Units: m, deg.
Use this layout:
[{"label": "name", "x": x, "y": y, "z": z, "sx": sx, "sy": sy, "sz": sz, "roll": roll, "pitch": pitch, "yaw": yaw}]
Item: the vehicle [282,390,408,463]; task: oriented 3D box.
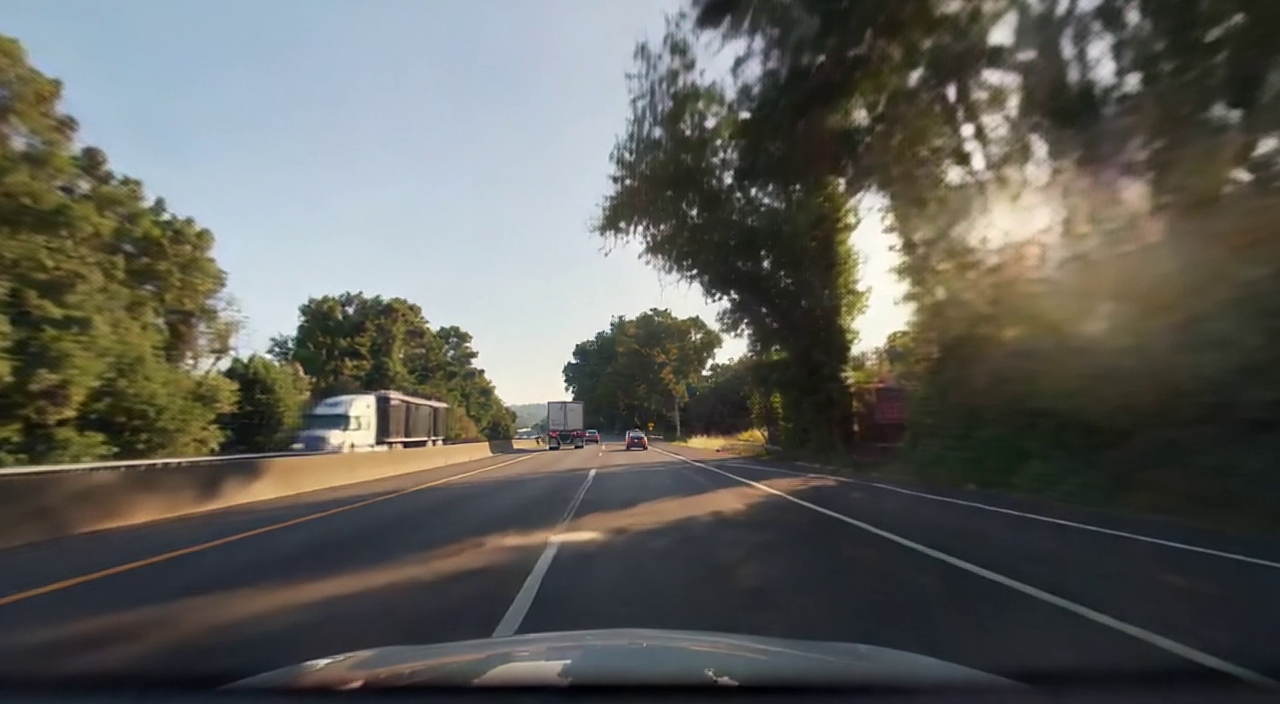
[{"label": "vehicle", "x": -17.332, "y": 4.580, "z": 38.091, "sx": 2.992, "sy": 3.780, "sz": 10.447, "roll": 0, "pitch": -8, "yaw": -3}]

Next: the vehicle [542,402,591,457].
[{"label": "vehicle", "x": -4.397, "y": 4.818, "z": 38.816, "sx": 2.450, "sy": 3.098, "sz": 6.965, "roll": 0, "pitch": -8, "yaw": -2}]

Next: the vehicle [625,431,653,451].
[{"label": "vehicle", "x": -0.102, "y": 6.959, "z": 49.053, "sx": 1.988, "sy": 1.472, "sz": 3.716, "roll": 0, "pitch": -8, "yaw": -3}]
